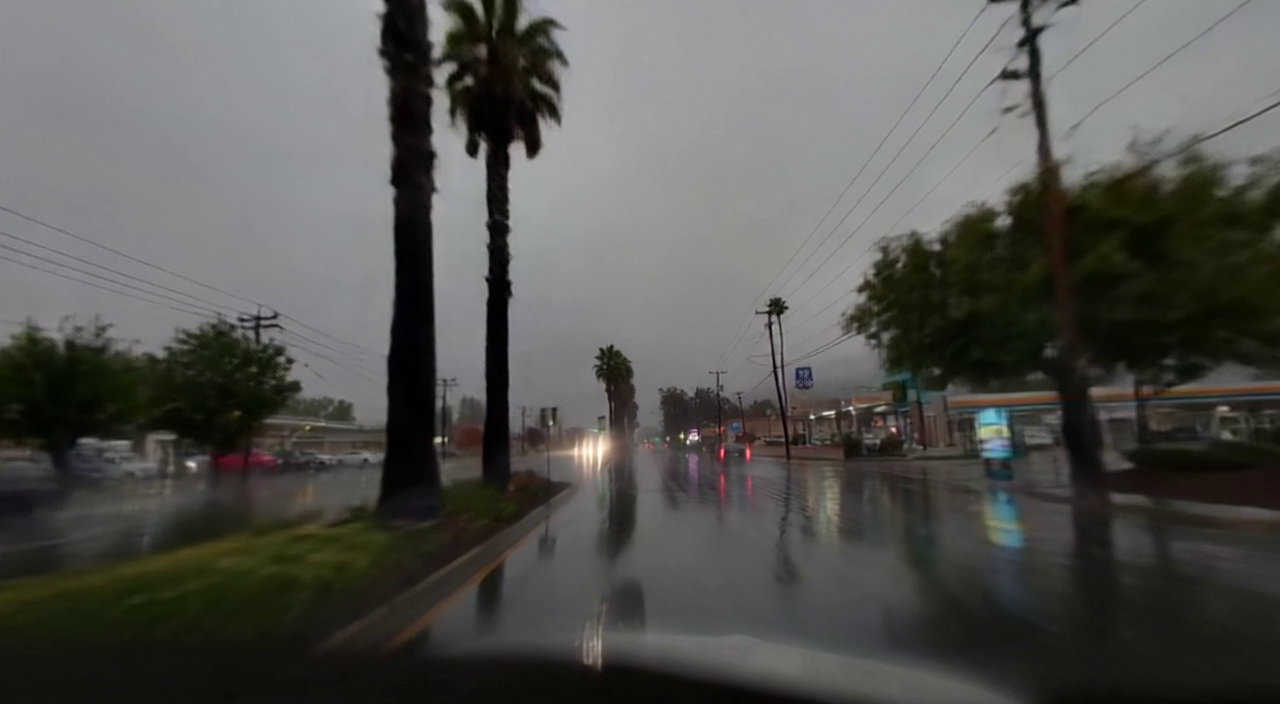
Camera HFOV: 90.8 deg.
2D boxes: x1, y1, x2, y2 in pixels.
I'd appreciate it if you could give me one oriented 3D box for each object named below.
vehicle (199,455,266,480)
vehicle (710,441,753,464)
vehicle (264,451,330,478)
[{"bbox_3d":[-30.766,8.700,47.877,1.993,1.737,4.539,0,-9,0],"label":"vehicle"},{"bbox_3d":[6.298,6.979,43.973,2.261,1.479,4.403,0,-9,-2],"label":"vehicle"},{"bbox_3d":[-25.735,8.408,47.607,2.056,1.890,5.063,0,-9,1],"label":"vehicle"}]
